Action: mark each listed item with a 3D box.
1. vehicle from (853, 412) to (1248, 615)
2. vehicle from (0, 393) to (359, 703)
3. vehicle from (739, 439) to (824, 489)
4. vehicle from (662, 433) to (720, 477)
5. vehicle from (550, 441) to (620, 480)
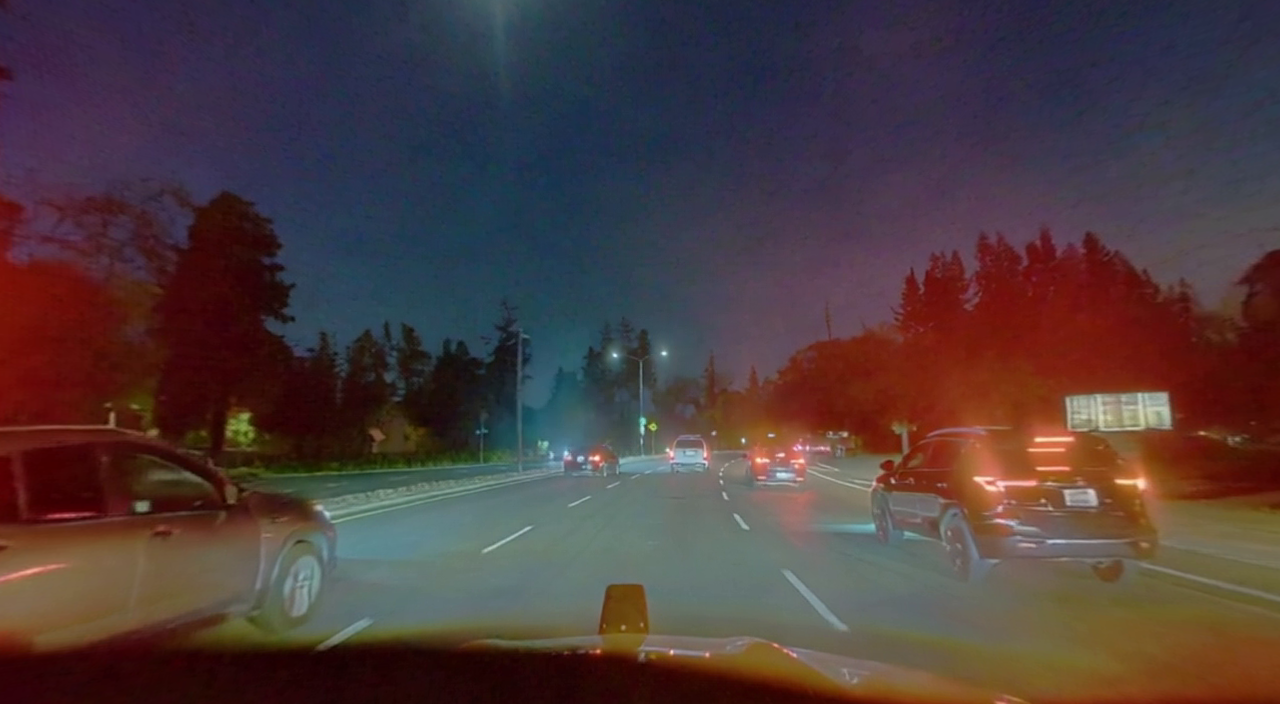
[{"bbox_3d":[3.745,1.502,6.638,1.859,1.540,3.454,-1,-8,2],"label":"vehicle"},{"bbox_3d":[-3.491,0.973,2.861,2.169,1.468,4.716,-1,-9,1],"label":"vehicle"},{"bbox_3d":[4.587,3.694,21.087,2.117,1.472,4.158,-1,-9,4],"label":"vehicle"},{"bbox_3d":[2.372,4.602,28.288,2.250,1.768,4.574,-2,-9,9],"label":"vehicle"},{"bbox_3d":[-2.200,4.532,26.560,2.006,1.464,4.586,-1,-9,7],"label":"vehicle"}]
